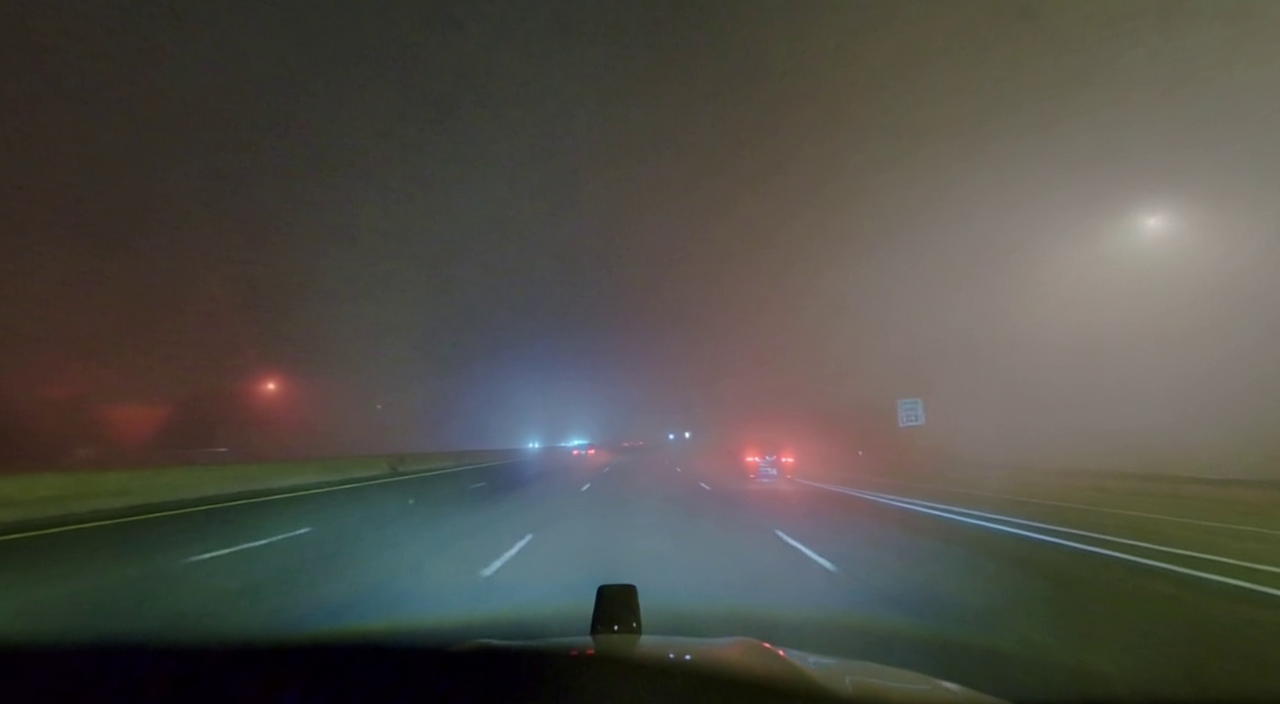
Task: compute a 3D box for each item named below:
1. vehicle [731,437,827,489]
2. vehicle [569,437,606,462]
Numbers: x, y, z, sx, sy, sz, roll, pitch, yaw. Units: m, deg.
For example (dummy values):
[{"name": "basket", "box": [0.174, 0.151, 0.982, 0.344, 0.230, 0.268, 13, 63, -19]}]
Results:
[{"name": "vehicle", "box": [4.373, 3.563, 20.661, 2.060, 1.485, 4.274, 0, -9, -1]}, {"name": "vehicle", "box": [-3.492, 6.583, 42.735, 2.048, 1.618, 4.424, 0, -8, 0]}]
